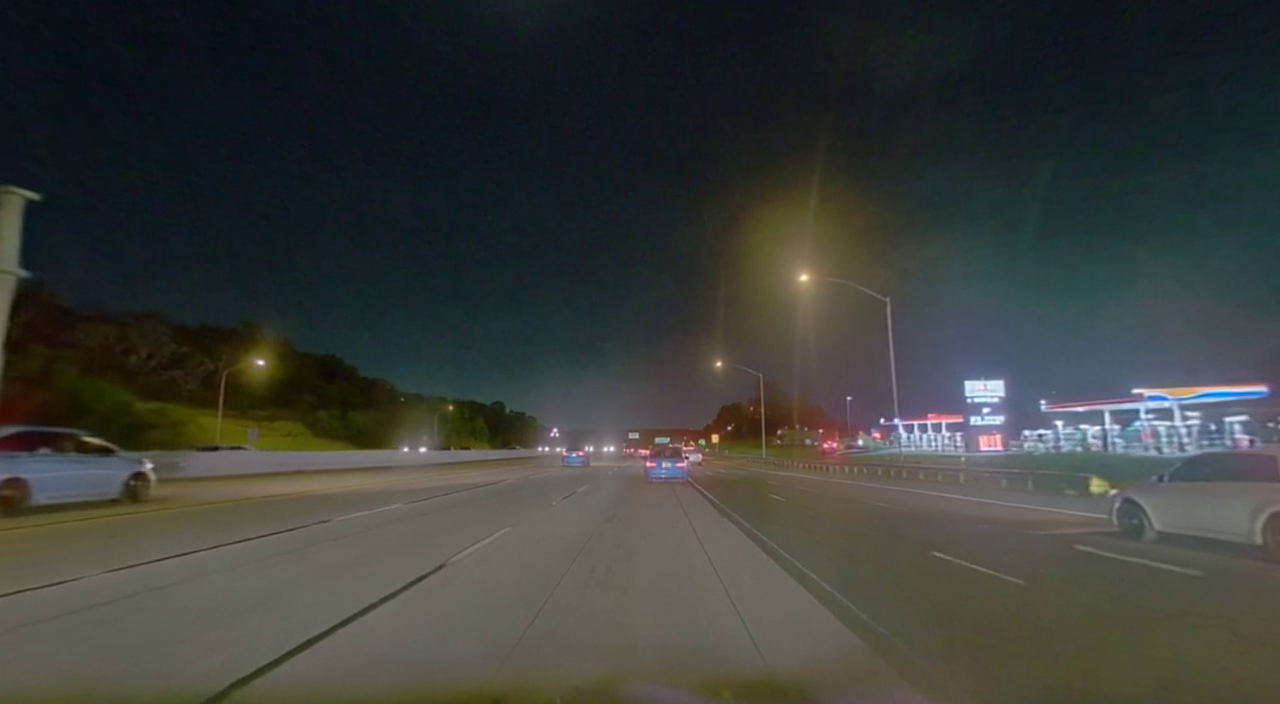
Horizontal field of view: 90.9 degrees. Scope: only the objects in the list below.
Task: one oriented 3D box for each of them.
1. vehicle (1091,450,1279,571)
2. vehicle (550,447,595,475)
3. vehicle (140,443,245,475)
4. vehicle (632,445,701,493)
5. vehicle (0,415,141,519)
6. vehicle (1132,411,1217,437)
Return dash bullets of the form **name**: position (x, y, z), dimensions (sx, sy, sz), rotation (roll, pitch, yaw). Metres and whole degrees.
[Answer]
- **vehicle**: position (8.758, 2.058, 8.484), dimensions (2.030, 1.442, 4.358), rotation (0, -8, -2)
- **vehicle**: position (-3.837, 6.239, 36.506), dimensions (2.047, 1.497, 4.208), rotation (0, -8, 2)
- **vehicle**: position (-21.529, 5.144, 30.610), dimensions (1.861, 1.442, 4.319), rotation (0, -8, 1)
- **vehicle**: position (0.836, 3.896, 21.426), dimensions (2.113, 1.464, 4.073), rotation (0, -8, 1)
- **vehicle**: position (-11.299, 1.932, 10.713), dimensions (1.950, 1.664, 4.403), rotation (0, -8, 1)
- **vehicle**: position (33.340, 4.531, 39.456), dimensions (1.782, 1.506, 3.935), rotation (0, -8, -1)
